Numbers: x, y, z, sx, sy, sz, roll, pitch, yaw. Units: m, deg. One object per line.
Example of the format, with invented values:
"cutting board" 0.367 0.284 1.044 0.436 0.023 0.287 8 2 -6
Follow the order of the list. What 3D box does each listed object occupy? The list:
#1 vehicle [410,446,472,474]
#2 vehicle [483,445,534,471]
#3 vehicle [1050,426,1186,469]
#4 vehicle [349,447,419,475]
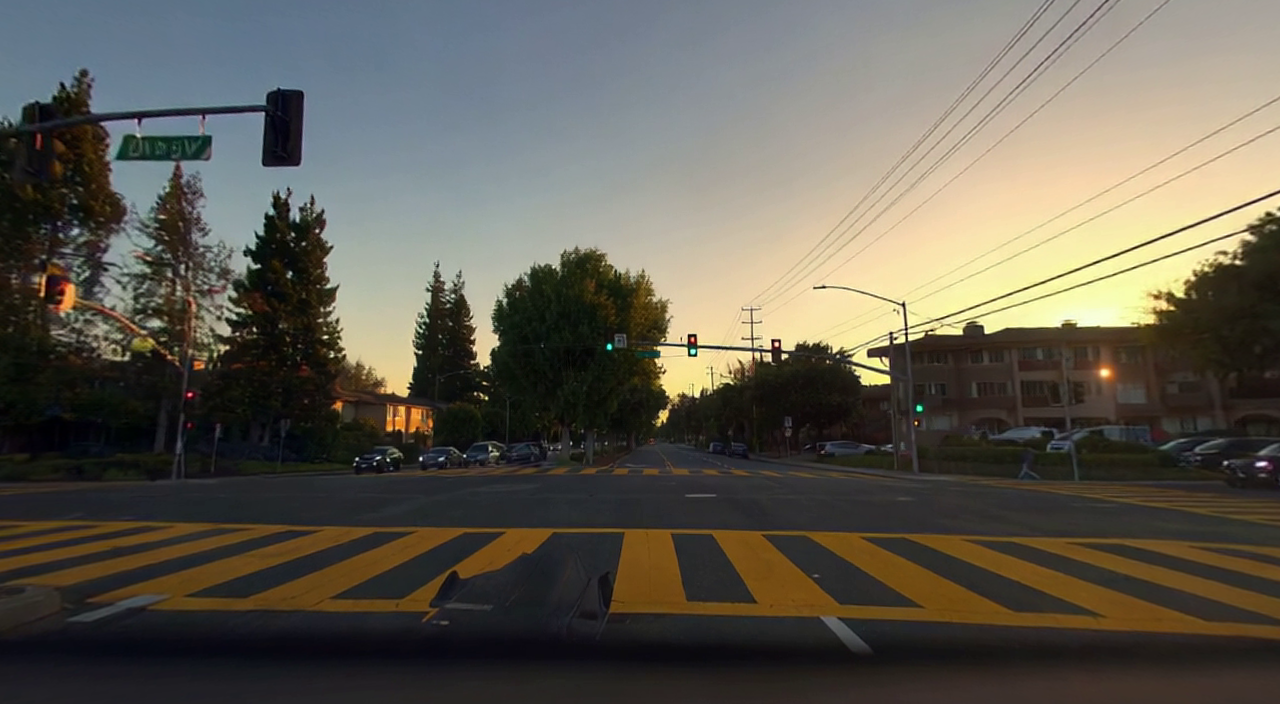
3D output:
"vehicle" -10.970 5.950 35.068 2.007 1.451 4.242 0 -8 1
"vehicle" -7.664 6.191 37.132 1.958 1.415 4.312 0 -8 1
"vehicle" 25.281 5.100 33.682 2.177 2.086 5.514 2 -9 -14
"vehicle" -14.627 6.232 36.330 2.035 1.470 4.677 0 -8 0
